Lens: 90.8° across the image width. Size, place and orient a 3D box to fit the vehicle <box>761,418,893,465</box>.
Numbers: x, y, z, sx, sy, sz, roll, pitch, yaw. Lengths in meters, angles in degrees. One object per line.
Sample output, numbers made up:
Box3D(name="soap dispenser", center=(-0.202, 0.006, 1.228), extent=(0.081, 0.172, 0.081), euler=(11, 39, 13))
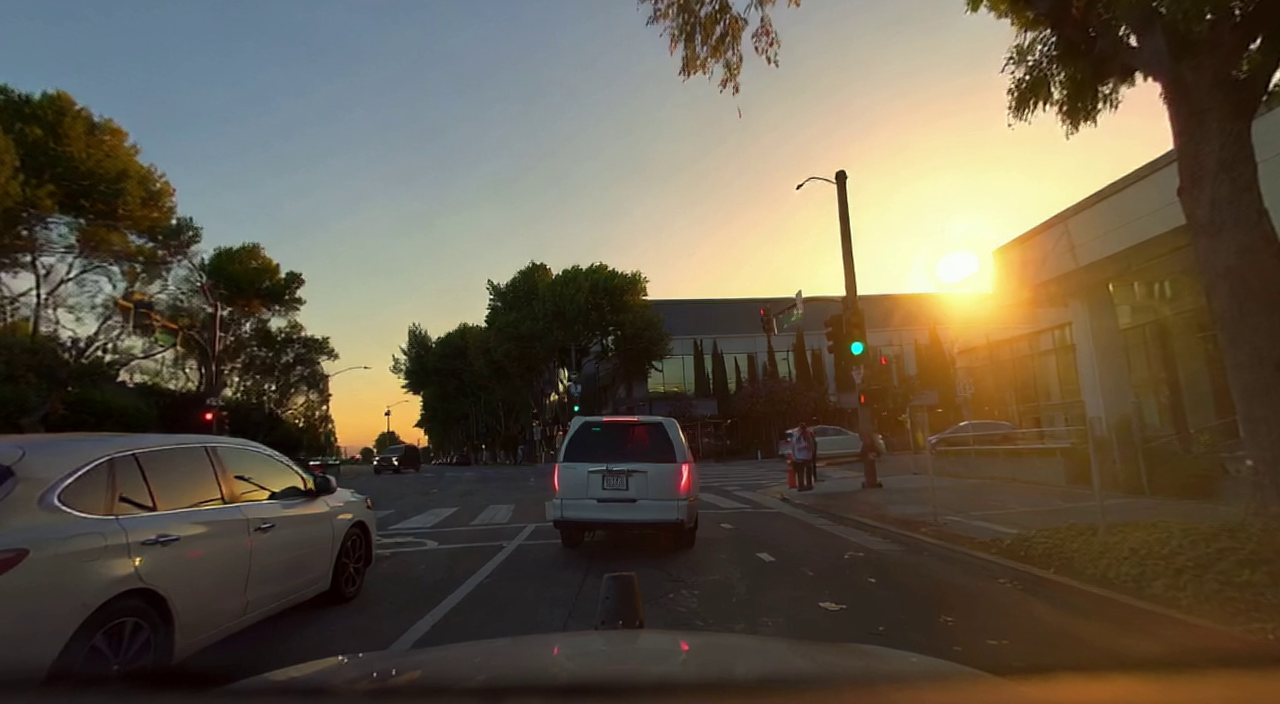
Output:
Box3D(name="vehicle", center=(8.243, 4.039, 28.386), extent=(5.215, 1.967, 2.392), euler=(-1, -8, 4))

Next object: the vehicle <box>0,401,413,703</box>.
Box3D(name="vehicle", center=(-3.376, 1.261, 4.558), extent=(2.011, 1.527, 4.008), euler=(0, -8, -1))

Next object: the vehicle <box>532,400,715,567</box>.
Box3D(name="vehicle", center=(-0.186, 1.799, 9.332), extent=(2.059, 1.877, 4.249), euler=(0, -8, 0))

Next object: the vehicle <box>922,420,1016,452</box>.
Box3D(name="vehicle", center=(19.650, 5.041, 37.751), extent=(4.872, 1.806, 2.107), euler=(3, -9, -20))
